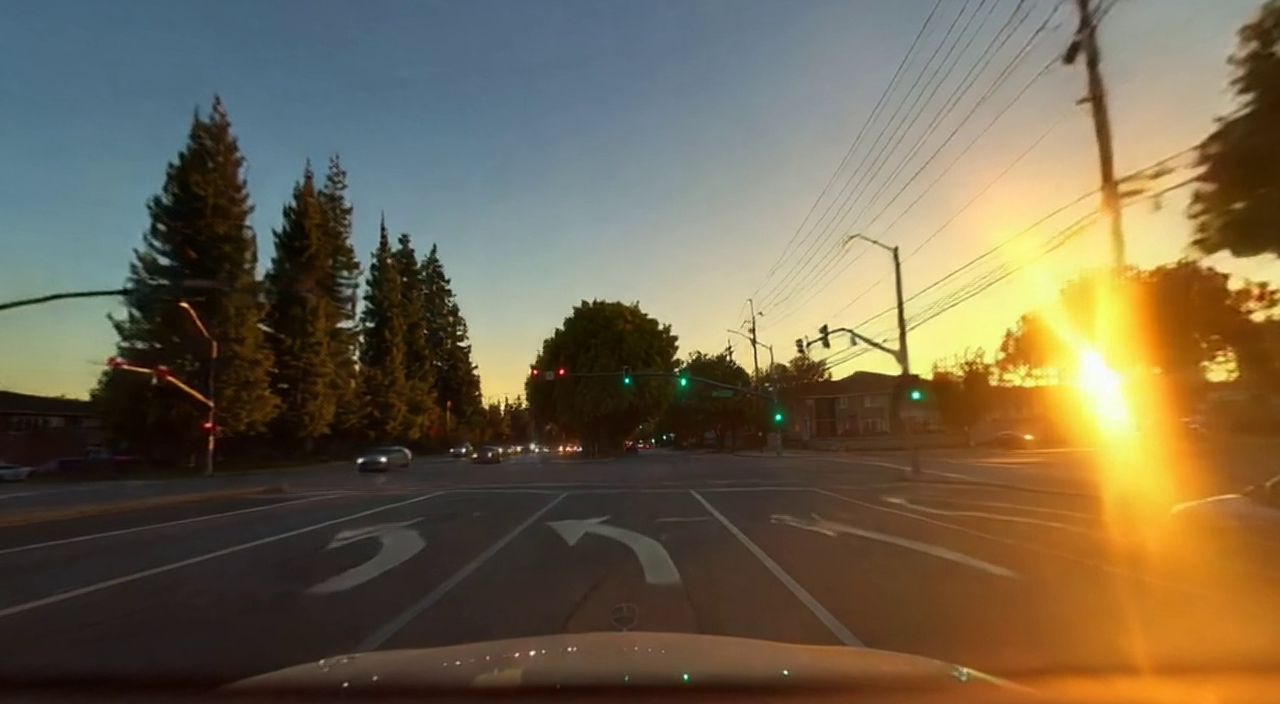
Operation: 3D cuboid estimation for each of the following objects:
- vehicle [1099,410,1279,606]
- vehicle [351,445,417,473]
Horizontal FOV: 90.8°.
[{"bbox_3d":[6.061,1.150,4.469,2.113,1.520,4.650,0,-8,0],"label":"vehicle"},{"bbox_3d":[-14.943,6.255,37.165,2.013,1.503,4.682,0,-8,-1],"label":"vehicle"}]
